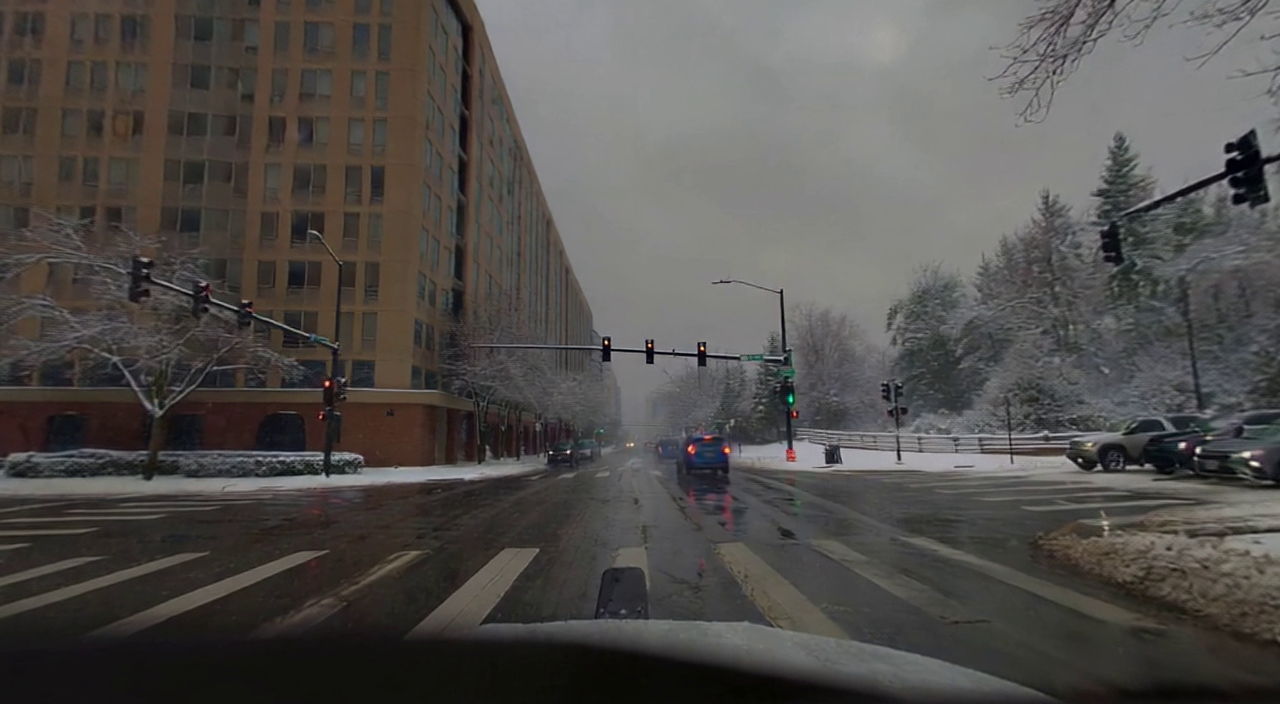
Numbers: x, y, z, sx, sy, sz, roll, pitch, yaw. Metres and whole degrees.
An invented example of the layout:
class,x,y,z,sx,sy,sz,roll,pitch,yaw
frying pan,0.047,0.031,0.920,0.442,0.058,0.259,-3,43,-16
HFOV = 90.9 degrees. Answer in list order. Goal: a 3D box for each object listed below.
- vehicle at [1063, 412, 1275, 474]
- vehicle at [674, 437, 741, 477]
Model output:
class,x,y,z,sx,sy,sz,roll,pitch,yaw
vehicle,16.916,2.946,20.406,4.802,1.860,2.146,0,-8,1
vehicle,2.664,4.275,25.908,2.039,1.470,4.355,0,-8,-3
